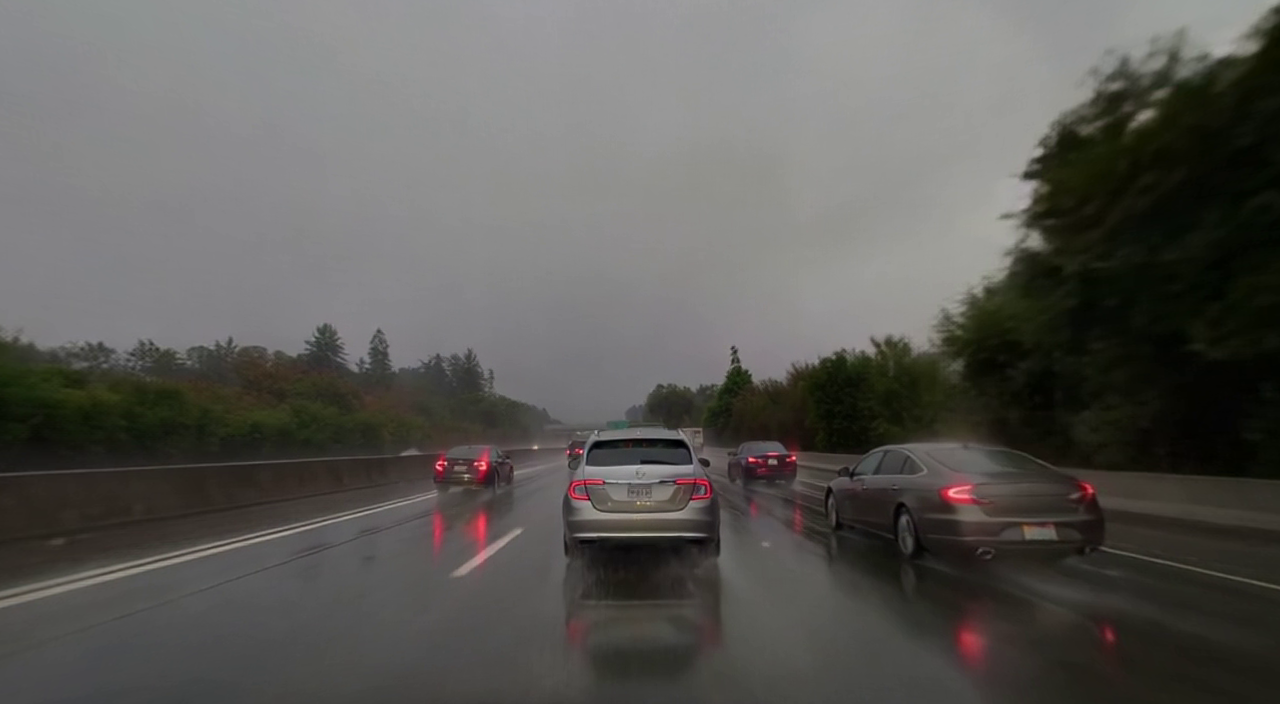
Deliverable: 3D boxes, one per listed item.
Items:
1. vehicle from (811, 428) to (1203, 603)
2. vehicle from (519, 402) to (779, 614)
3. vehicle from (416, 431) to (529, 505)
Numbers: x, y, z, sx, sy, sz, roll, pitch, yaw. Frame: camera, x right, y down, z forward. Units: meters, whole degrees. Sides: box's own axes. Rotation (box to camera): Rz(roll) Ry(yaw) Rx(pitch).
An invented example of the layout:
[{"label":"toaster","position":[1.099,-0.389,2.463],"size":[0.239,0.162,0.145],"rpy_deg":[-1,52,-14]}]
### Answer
[{"label":"vehicle","position":[3.682,1.715,7.565],"size":[1.953,1.434,4.511],"rpy_deg":[0,-9,-1]},{"label":"vehicle","position":[0.018,1.550,7.061],"size":[2.093,1.695,3.782],"rpy_deg":[0,-9,-2]},{"label":"vehicle","position":[-4.251,3.015,16.670],"size":[1.890,1.708,3.844],"rpy_deg":[0,-9,0]}]
